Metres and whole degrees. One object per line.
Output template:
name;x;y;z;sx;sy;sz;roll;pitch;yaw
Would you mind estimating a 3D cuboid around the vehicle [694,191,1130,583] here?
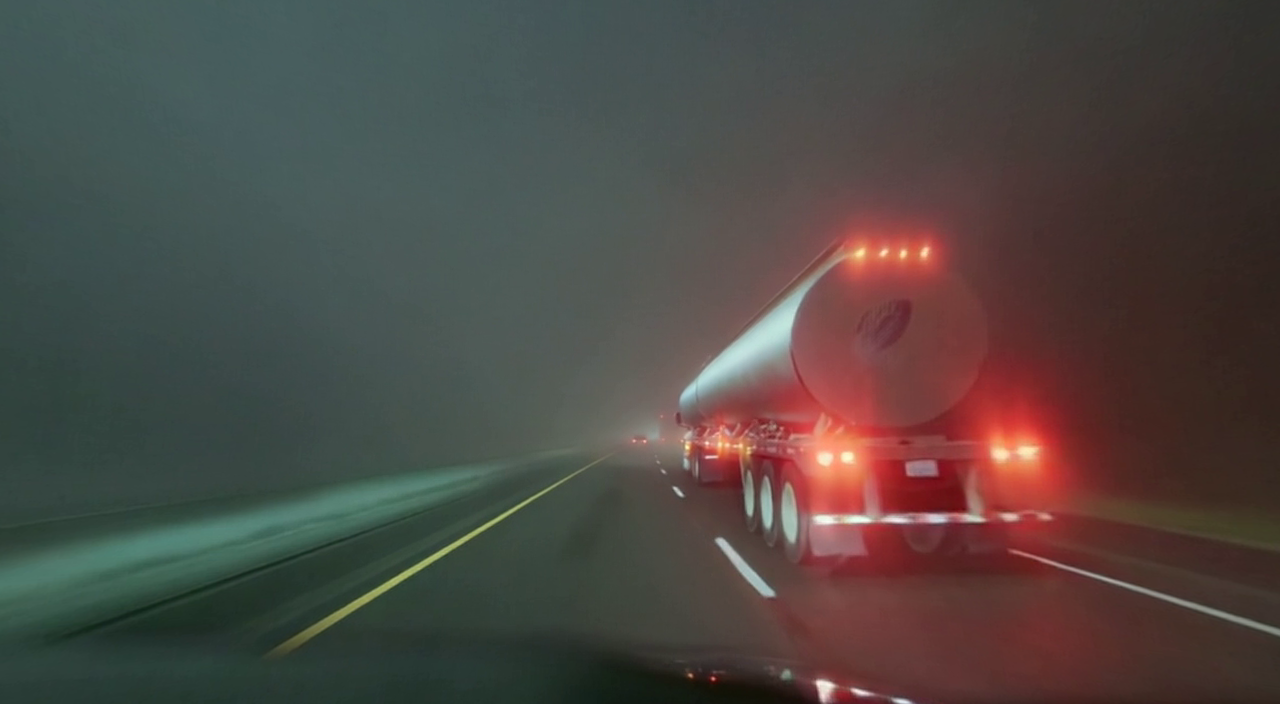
vehicle;2.996;1.032;11.701;2.946;3.745;11.516;0;-8;0
